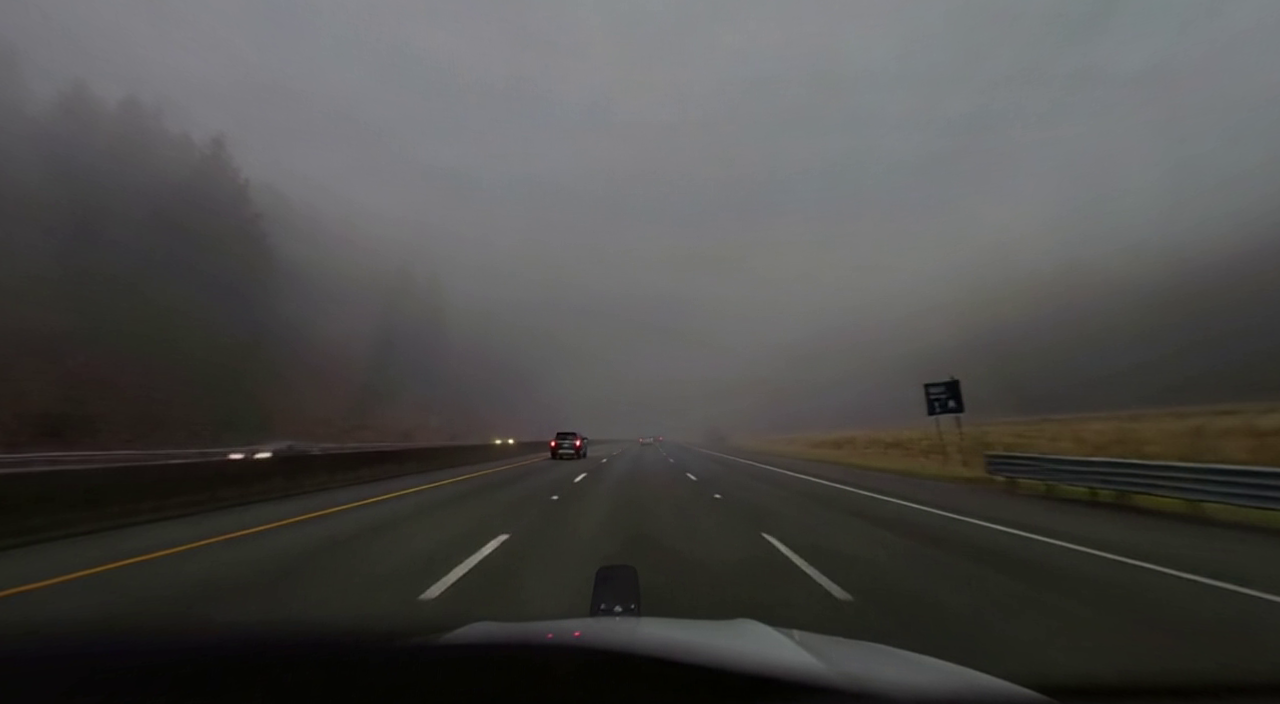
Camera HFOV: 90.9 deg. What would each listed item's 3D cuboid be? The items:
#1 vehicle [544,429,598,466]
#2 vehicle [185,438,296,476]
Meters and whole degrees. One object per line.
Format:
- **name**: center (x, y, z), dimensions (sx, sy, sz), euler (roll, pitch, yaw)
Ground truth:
- **vehicle**: center (-3.273, 4.628, 30.664), dimensions (2.084, 1.654, 4.080), euler (0, -8, 1)
- **vehicle**: center (-17.117, 4.494, 27.336), dimensions (1.901, 1.482, 4.538), euler (0, -8, -1)
